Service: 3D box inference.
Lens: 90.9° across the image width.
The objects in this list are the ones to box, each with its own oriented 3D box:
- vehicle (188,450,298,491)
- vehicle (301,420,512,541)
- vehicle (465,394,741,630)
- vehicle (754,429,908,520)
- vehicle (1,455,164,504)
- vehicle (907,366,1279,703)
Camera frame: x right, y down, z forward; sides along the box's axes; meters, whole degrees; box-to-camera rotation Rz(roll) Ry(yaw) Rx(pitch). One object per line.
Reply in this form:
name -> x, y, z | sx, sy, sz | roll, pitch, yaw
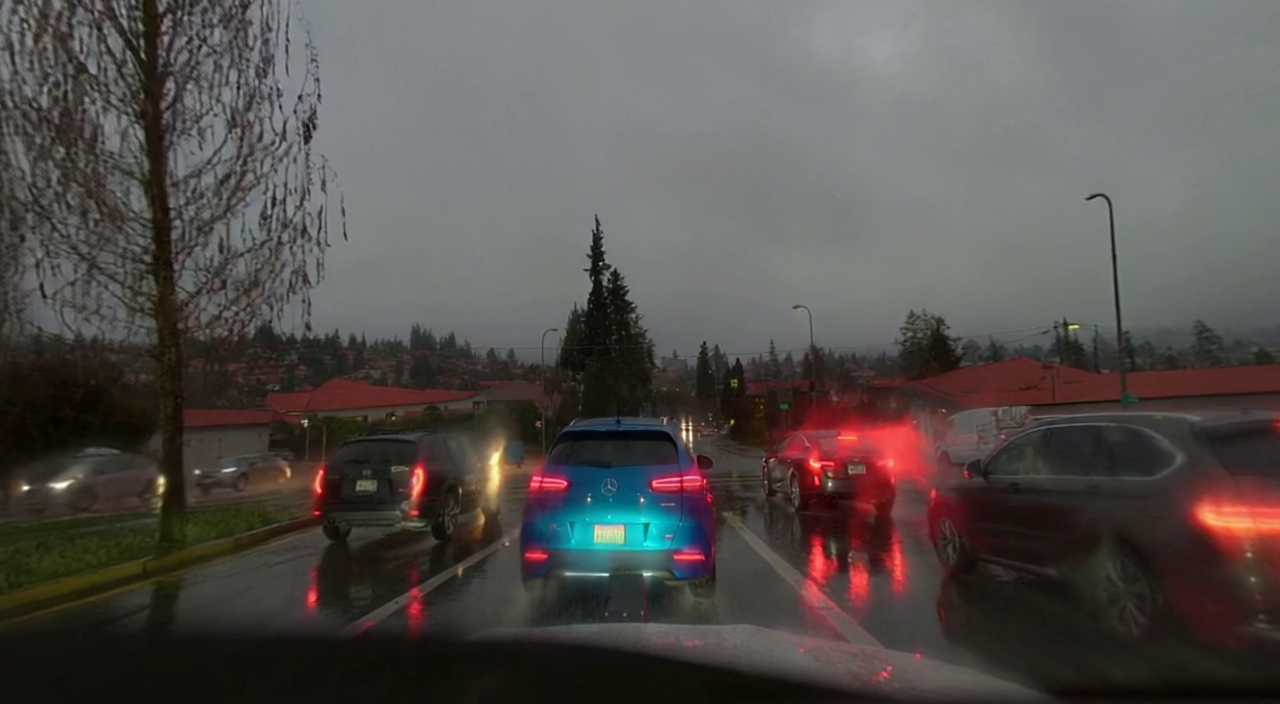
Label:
vehicle -> -15.716, 4.688, 25.233 | 1.774, 1.468, 3.863 | 0, -8, 1
vehicle -> -3.758, 2.145, 11.165 | 2.012, 1.701, 4.316 | 0, -8, 1
vehicle -> -0.159, 1.469, 6.733 | 2.022, 1.700, 4.084 | 0, -8, 3
vehicle -> 3.681, 2.424, 12.964 | 1.847, 1.554, 3.885 | 0, -8, -2
vehicle -> -19.825, 4.529, 22.764 | 1.821, 1.503, 4.384 | 0, -8, 1
vehicle -> 4.154, 1.262, 5.385 | 2.014, 1.740, 4.515 | 0, -8, 4
